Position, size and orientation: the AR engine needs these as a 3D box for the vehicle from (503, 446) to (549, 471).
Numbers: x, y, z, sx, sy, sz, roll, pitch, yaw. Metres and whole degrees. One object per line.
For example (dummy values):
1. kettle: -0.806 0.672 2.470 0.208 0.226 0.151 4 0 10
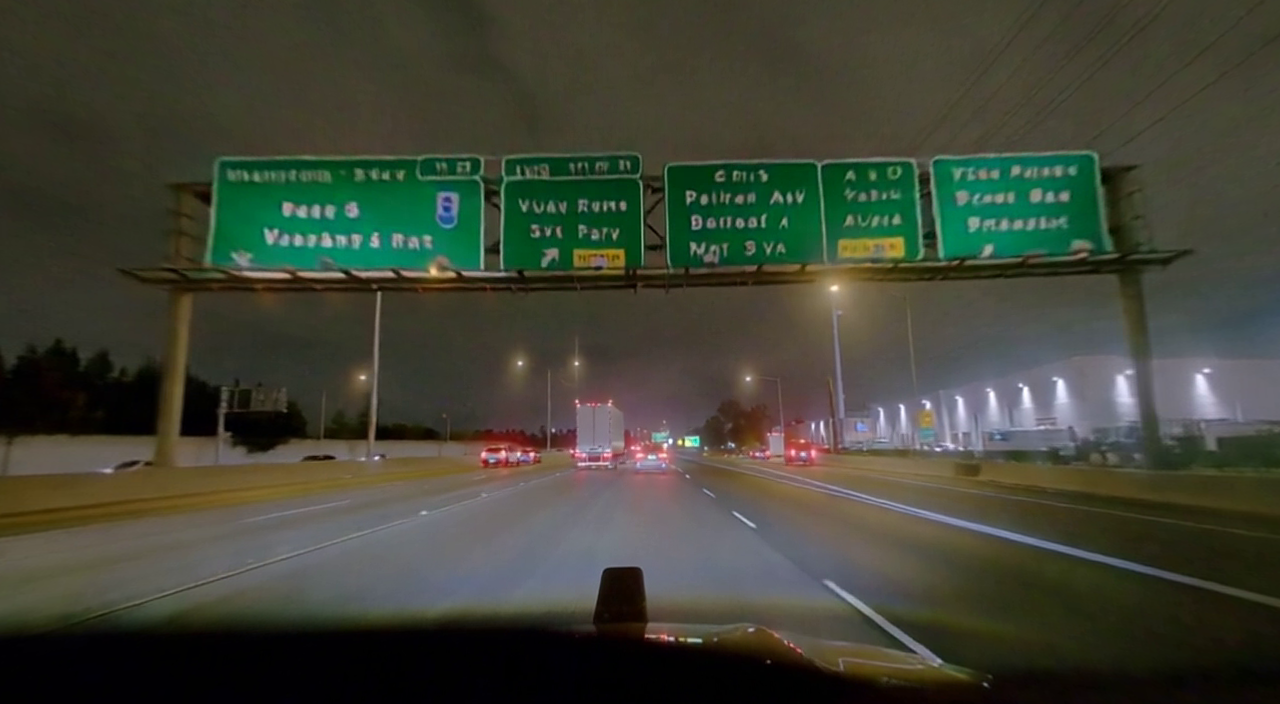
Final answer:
1. vehicle: -6.980 6.541 39.017 1.945 1.482 4.109 0 -8 1

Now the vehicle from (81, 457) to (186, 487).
1. vehicle: -29.999 7.112 37.634 1.907 1.547 5.225 0 -8 1

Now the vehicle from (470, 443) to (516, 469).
1. vehicle: -10.101 7.165 43.650 1.997 1.692 4.294 0 -8 1

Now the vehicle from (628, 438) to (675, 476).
1. vehicle: 0.599 5.482 33.243 2.279 1.837 4.747 0 -8 1
